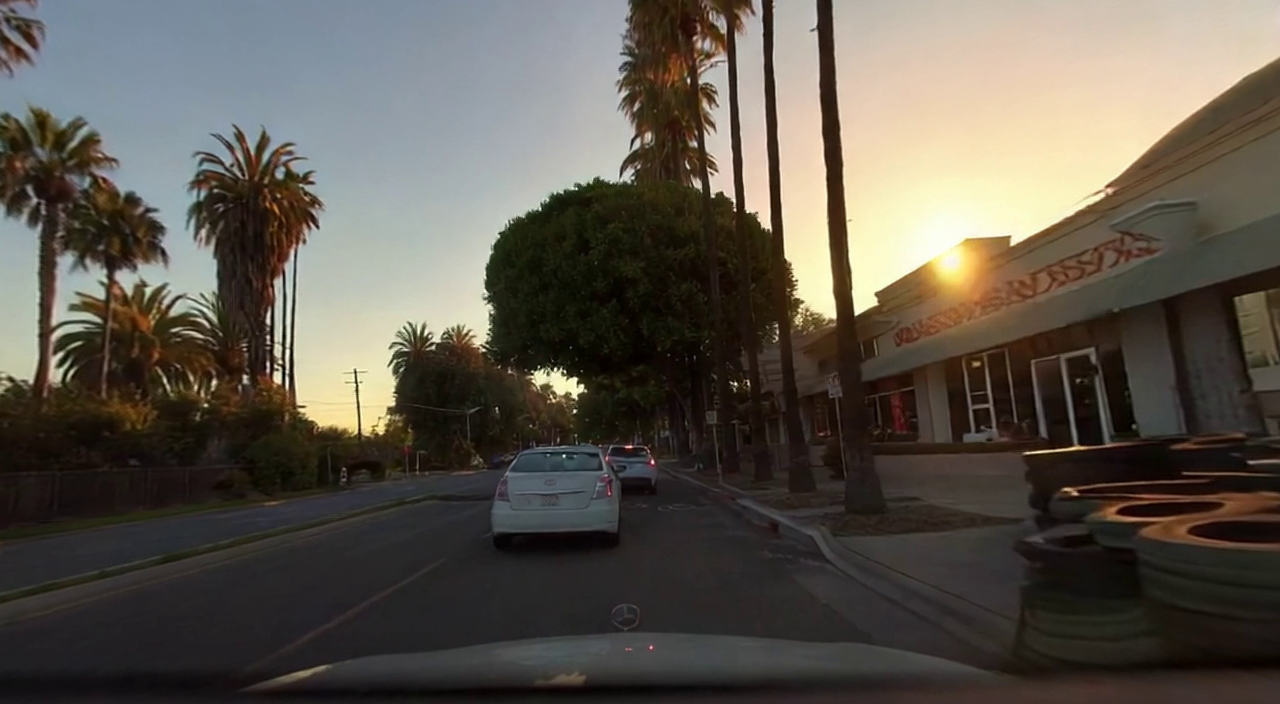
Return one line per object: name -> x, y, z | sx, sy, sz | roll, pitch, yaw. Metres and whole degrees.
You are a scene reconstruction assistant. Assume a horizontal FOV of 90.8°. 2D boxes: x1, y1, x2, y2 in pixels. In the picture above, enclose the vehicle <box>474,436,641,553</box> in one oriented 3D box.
vehicle -> -1.079, 2.157, 10.299 | 2.169, 1.495, 4.048 | 0, -8, 0
